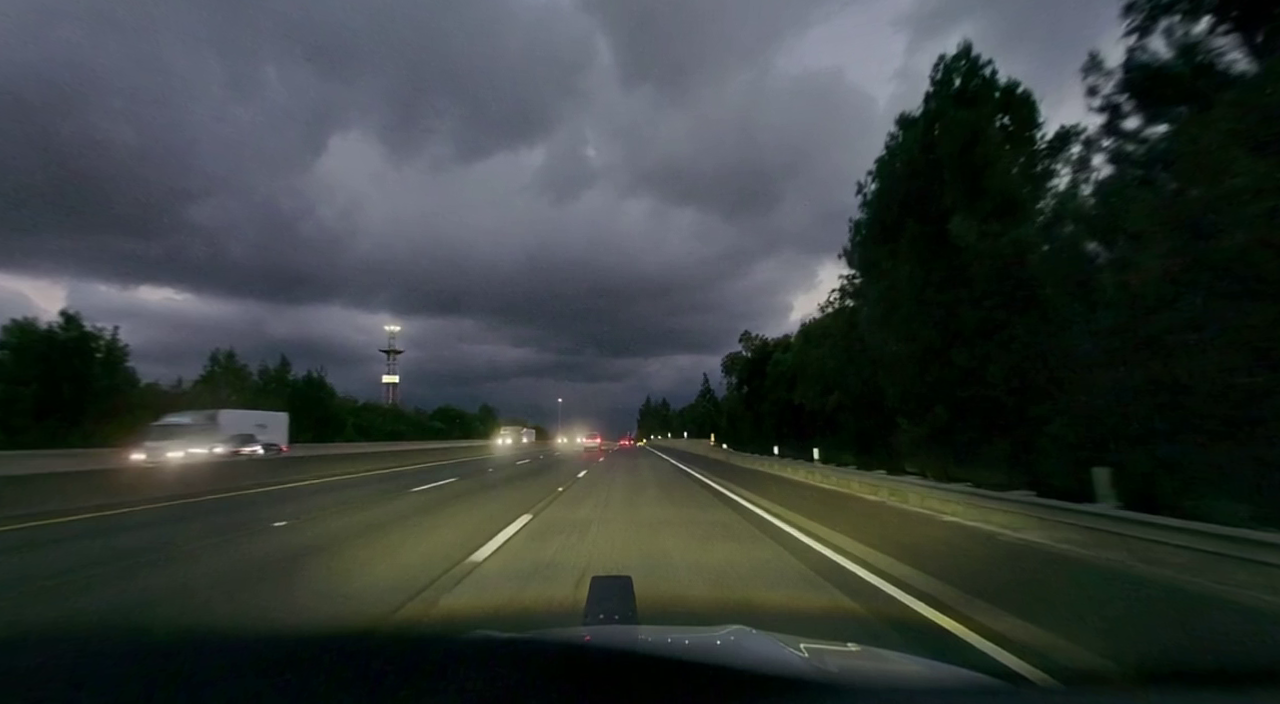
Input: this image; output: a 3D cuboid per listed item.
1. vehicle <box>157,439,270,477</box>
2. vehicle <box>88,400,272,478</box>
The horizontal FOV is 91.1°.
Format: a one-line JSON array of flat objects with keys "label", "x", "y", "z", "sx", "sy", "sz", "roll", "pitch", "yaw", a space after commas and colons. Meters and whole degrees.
[{"label": "vehicle", "x": -19.997, "y": 4.938, "z": 29.767, "sx": 1.960, "sy": 1.603, "sz": 4.842, "roll": 0, "pitch": -8, "yaw": 0}, {"label": "vehicle", "x": -24.518, "y": 4.732, "z": 34.481, "sx": 2.981, "sy": 3.662, "sz": 9.401, "roll": 0, "pitch": -8, "yaw": 0}]
